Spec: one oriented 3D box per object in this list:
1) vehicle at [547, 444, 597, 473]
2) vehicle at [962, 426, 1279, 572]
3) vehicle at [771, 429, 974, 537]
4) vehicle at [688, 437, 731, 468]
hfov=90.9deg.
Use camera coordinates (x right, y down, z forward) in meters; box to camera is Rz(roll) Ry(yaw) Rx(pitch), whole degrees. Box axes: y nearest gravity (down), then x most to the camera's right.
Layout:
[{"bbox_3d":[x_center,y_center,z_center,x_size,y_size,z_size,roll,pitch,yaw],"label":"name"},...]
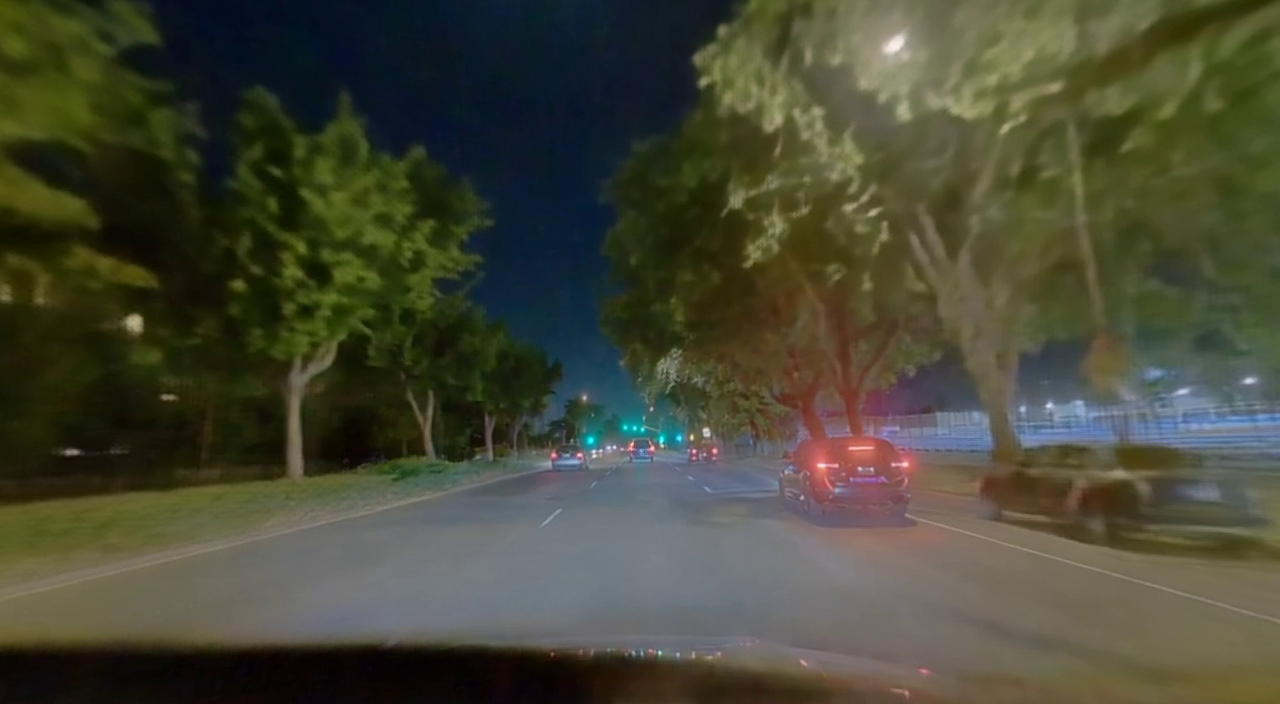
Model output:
[{"bbox_3d":[-3.299,5.227,31.199,2.013,1.354,3.908,0,-8,1],"label":"vehicle"},{"bbox_3d":[6.830,1.878,8.959,2.040,1.509,4.618,0,-8,0],"label":"vehicle"},{"bbox_3d":[3.716,2.150,11.019,1.919,1.502,4.232,0,-8,0],"label":"vehicle"},{"bbox_3d":[3.924,5.783,36.487,1.980,1.709,4.367,0,-8,0],"label":"vehicle"}]
